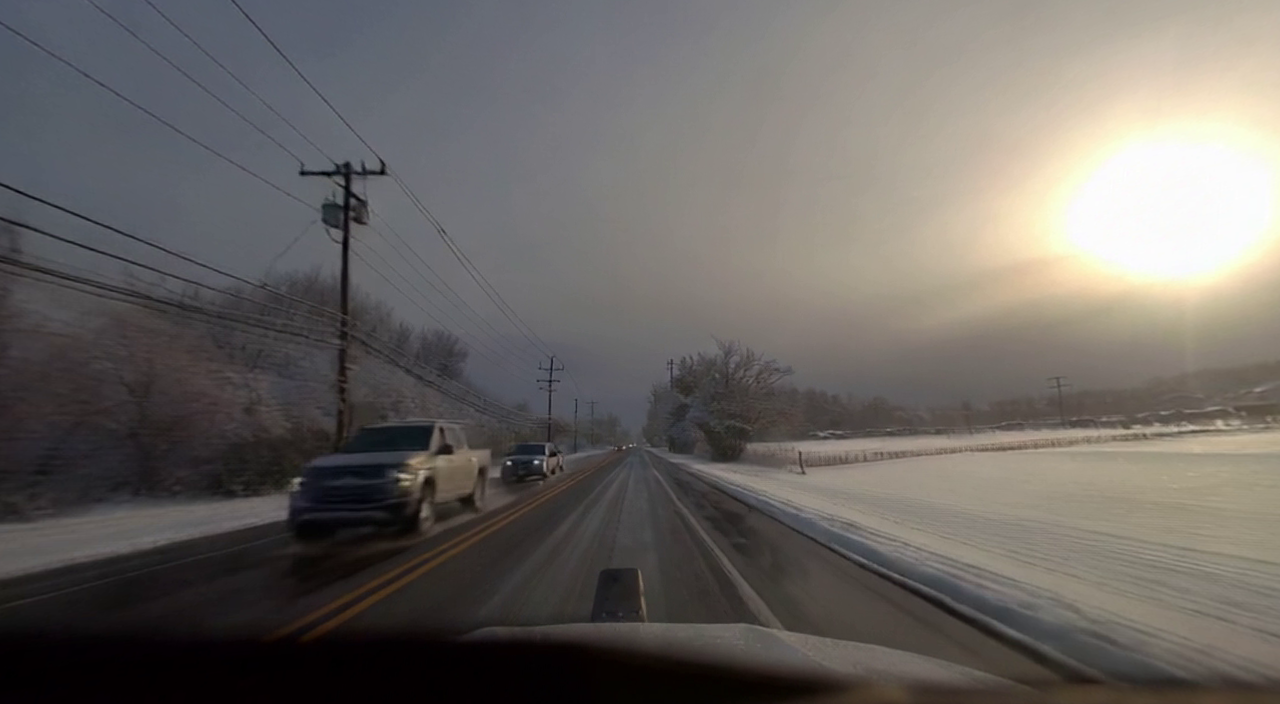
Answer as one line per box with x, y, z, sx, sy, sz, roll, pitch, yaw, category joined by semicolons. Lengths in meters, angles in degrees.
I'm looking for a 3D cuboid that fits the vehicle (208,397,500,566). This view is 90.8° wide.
-4.705;2.209;12.028;2.762;2.167;6.359;-3;-7;-2;vehicle

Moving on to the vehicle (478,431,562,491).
-4.770;4.358;25.917;2.549;2.028;5.180;-3;-7;-2;vehicle
